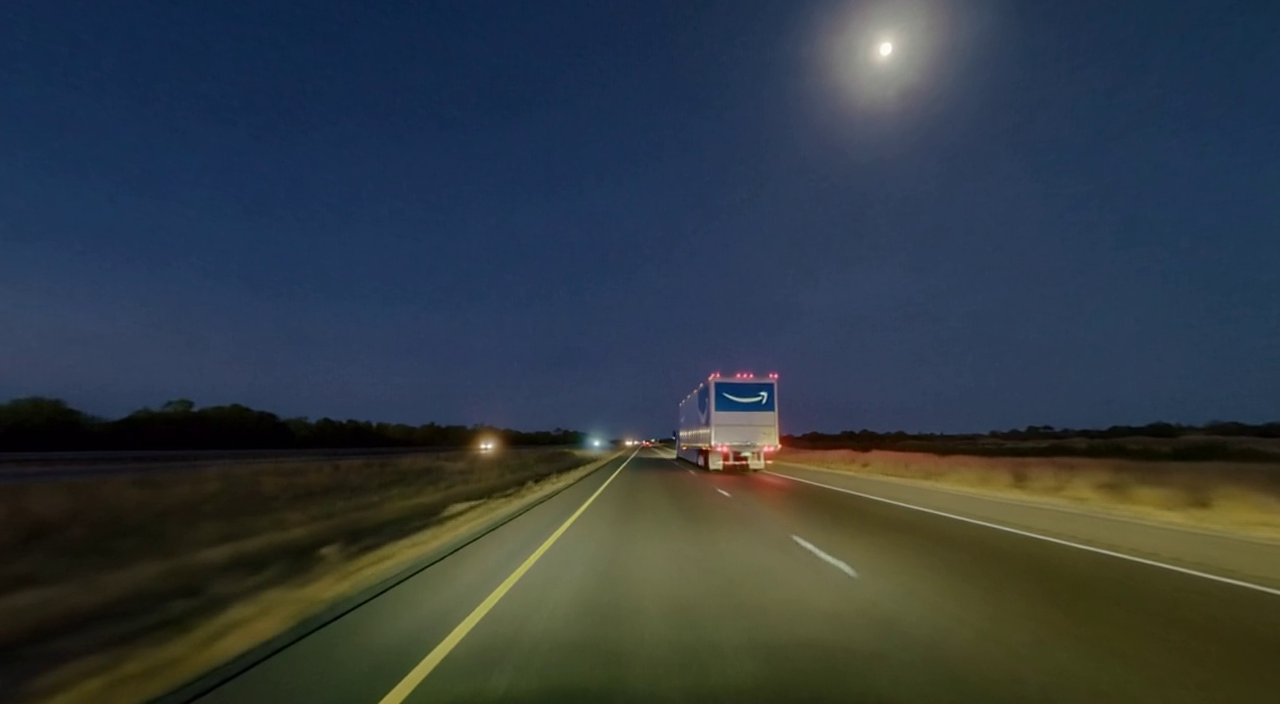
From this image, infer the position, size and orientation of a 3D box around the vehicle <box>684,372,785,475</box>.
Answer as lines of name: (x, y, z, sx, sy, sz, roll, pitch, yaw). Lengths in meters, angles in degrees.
vehicle: (4.596, 4.253, 35.154, 3.190, 4.365, 16.625, 0, -8, 0)
